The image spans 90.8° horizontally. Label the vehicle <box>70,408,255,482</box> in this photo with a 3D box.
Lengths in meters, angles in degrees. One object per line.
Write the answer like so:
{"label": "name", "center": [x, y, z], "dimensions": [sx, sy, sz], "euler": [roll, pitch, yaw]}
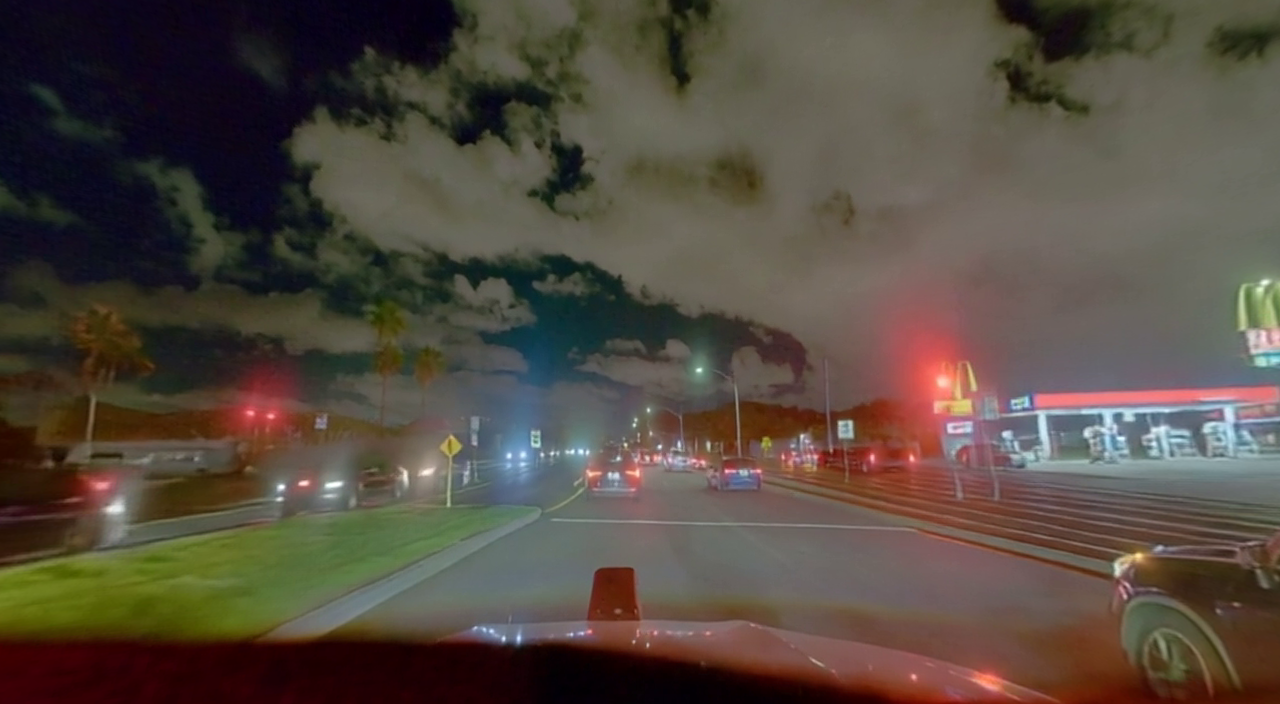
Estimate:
{"label": "vehicle", "center": [-23.893, 4.871, 32.385], "dimensions": [2.791, 3.271, 7.924], "euler": [0, -10, 3]}

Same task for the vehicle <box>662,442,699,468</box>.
{"label": "vehicle", "center": [2.933, 7.779, 47.269], "dimensions": [2.299, 1.803, 5.434], "euler": [0, -10, -1]}

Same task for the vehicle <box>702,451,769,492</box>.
{"label": "vehicle", "center": [3.614, 4.641, 24.683], "dimensions": [1.889, 1.448, 4.262], "euler": [0, -10, -1]}

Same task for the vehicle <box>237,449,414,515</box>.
{"label": "vehicle", "center": [-8.009, 3.380, 16.778], "dimensions": [2.052, 1.483, 4.751], "euler": [0, -10, 3]}

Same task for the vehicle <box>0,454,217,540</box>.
{"label": "vehicle", "center": [-11.498, 2.950, 13.375], "dimensions": [1.865, 1.472, 4.532], "euler": [0, -10, 1]}

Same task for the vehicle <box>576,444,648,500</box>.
{"label": "vehicle", "center": [-0.957, 3.763, 19.902], "dimensions": [2.021, 1.550, 4.090], "euler": [1, -10, -5]}

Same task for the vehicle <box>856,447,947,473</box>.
{"label": "vehicle", "center": [14.703, 6.104, 35.651], "dimensions": [4.293, 1.438, 1.773], "euler": [0, -10, 1]}

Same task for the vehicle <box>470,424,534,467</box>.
{"label": "vehicle", "center": [-10.435, 7.337, 48.743], "dimensions": [2.662, 2.995, 8.344], "euler": [0, -10, 2]}

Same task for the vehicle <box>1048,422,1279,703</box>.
{"label": "vehicle", "center": [3.510, 0.887, 1.690], "dimensions": [1.987, 1.474, 4.198], "euler": [0, -10, 0]}
